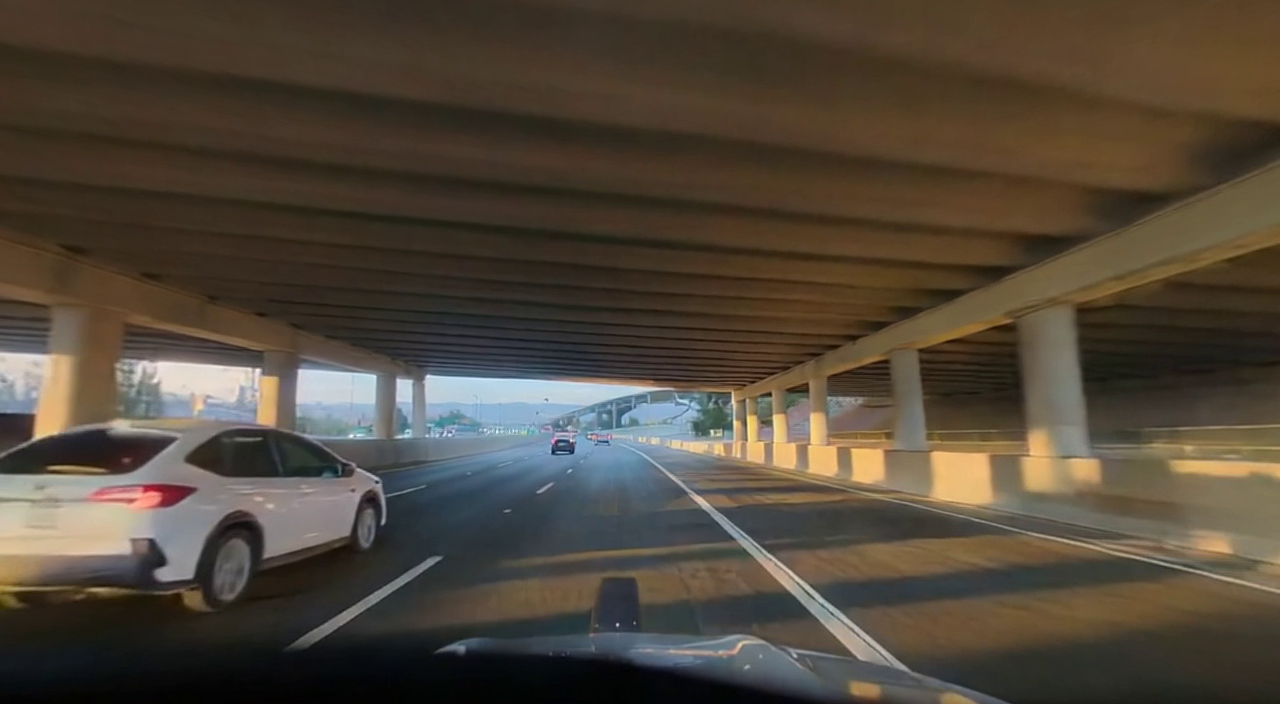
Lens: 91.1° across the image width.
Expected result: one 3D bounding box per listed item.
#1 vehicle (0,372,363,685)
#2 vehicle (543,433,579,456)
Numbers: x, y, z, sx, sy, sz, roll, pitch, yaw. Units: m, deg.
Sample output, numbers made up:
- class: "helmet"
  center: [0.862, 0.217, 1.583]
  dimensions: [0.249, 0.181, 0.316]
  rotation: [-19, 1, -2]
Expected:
- class: "vehicle"
  center: [-4.543, 1.222, 5.402]
  dimensions: [2.215, 1.648, 4.713]
  rotation: [0, -8, -1]
- class: "vehicle"
  center: [-5.729, 6.764, 46.122]
  dimensions: [2.123, 1.601, 4.887]
  rotation: [0, -8, -2]
